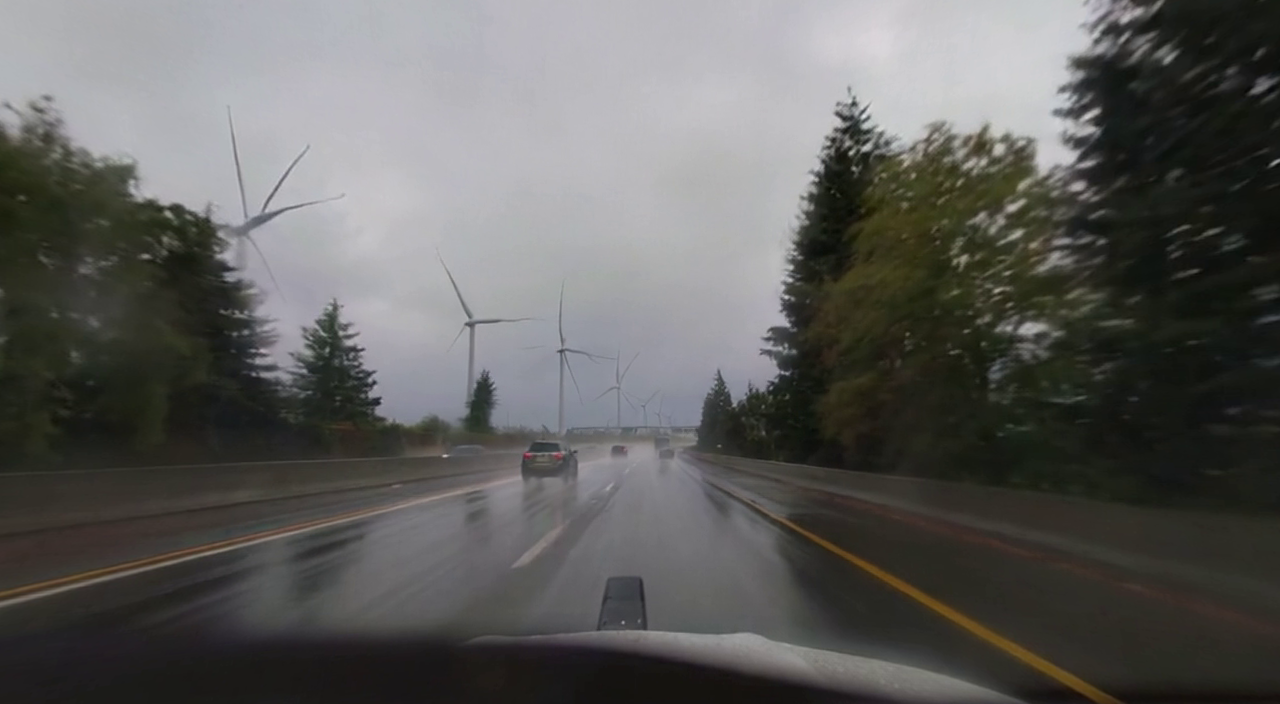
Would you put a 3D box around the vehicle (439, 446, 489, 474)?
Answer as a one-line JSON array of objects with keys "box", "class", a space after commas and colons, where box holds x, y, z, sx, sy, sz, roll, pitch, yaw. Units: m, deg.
[{"box": [-11.094, 6.816, 39.929, 1.868, 1.667, 4.142, 0, -9, 1], "class": "vehicle"}]

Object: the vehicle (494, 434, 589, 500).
[{"box": [-2.787, 3.376, 18.849, 2.038, 1.723, 4.150, 0, -9, 2], "class": "vehicle"}]
